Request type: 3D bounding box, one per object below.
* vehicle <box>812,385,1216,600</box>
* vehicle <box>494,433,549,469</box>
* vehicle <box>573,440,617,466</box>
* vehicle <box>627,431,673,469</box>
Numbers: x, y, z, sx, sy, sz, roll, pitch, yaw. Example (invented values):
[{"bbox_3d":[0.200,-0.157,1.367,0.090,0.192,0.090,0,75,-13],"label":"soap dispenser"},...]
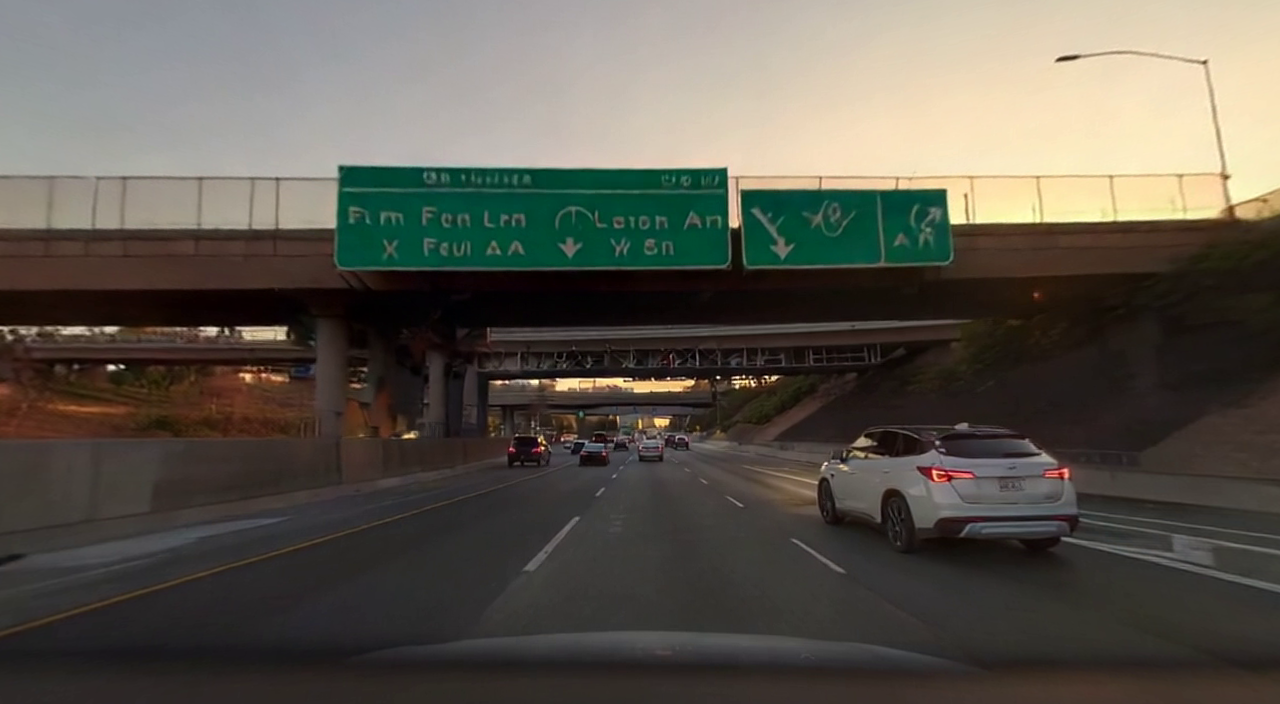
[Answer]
[{"bbox_3d":[3.844,1.539,7.779,2.083,1.823,4.627,0,-8,0],"label":"vehicle"},{"bbox_3d":[-5.931,4.987,31.969,1.946,1.688,4.019,0,-8,1],"label":"vehicle"},{"bbox_3d":[-2.518,5.789,36.284,2.205,1.406,4.286,0,-8,0],"label":"vehicle"},{"bbox_3d":[0.537,4.871,31.332,2.133,1.739,3.925,0,-8,2],"label":"vehicle"}]
